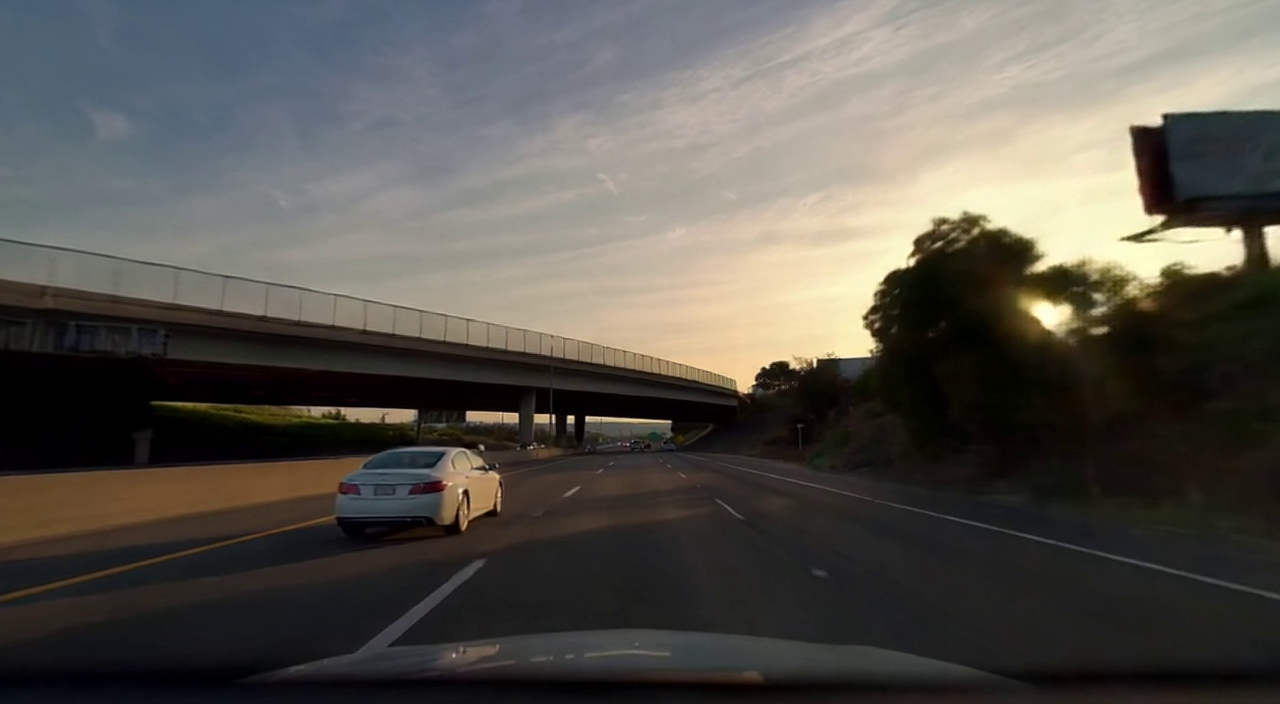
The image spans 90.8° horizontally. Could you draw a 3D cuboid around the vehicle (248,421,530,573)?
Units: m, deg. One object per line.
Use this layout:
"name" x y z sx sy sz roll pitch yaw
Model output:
"vehicle" -3.017 1.844 8.904 2.029 1.557 4.570 0 -8 1
